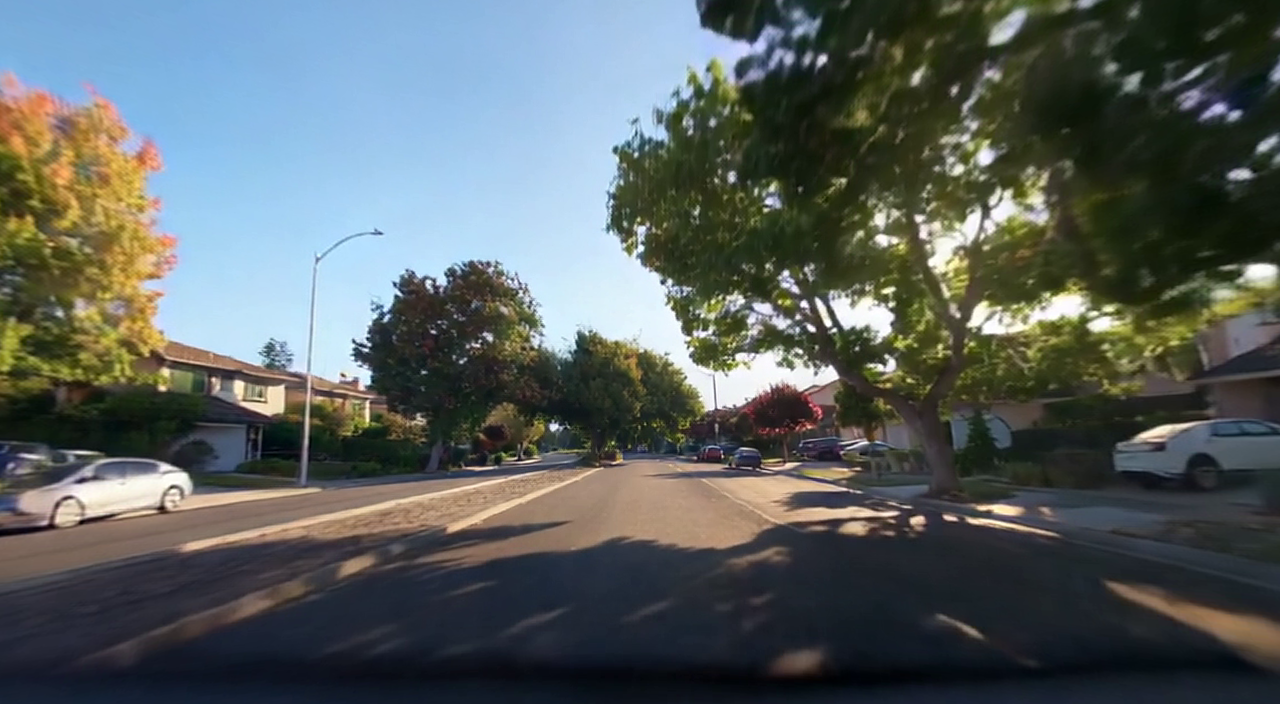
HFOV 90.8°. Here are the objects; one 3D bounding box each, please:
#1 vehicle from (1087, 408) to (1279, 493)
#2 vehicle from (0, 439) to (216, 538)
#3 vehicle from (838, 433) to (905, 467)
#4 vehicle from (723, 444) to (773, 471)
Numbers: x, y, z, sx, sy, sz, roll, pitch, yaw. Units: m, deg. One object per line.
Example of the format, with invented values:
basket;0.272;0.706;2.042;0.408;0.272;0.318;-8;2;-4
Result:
vehicle;14.031;2.346;15.181;4.763;1.816;2.227;-2;-9;2
vehicle;-11.372;2.789;13.286;2.020;1.691;4.308;-2;-10;-2
vehicle;13.367;5.721;36.832;1.978;1.738;4.734;-2;-9;-1
vehicle;6.532;6.444;38.744;2.042;1.511;5.029;0;-8;-2
